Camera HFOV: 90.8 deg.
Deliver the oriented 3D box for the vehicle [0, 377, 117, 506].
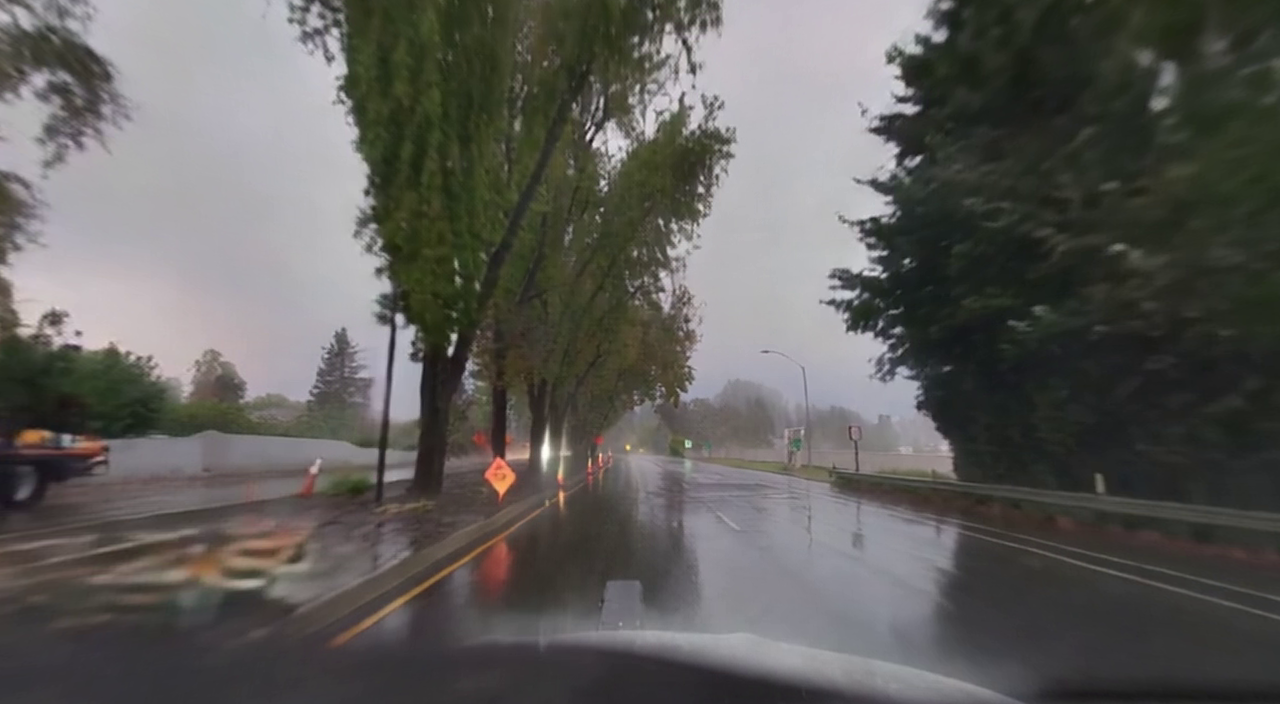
[{"bbox_3d":[-19.104,2.179,15.437,2.956,3.466,10.408,-1,-9,5],"label":"vehicle"}]
